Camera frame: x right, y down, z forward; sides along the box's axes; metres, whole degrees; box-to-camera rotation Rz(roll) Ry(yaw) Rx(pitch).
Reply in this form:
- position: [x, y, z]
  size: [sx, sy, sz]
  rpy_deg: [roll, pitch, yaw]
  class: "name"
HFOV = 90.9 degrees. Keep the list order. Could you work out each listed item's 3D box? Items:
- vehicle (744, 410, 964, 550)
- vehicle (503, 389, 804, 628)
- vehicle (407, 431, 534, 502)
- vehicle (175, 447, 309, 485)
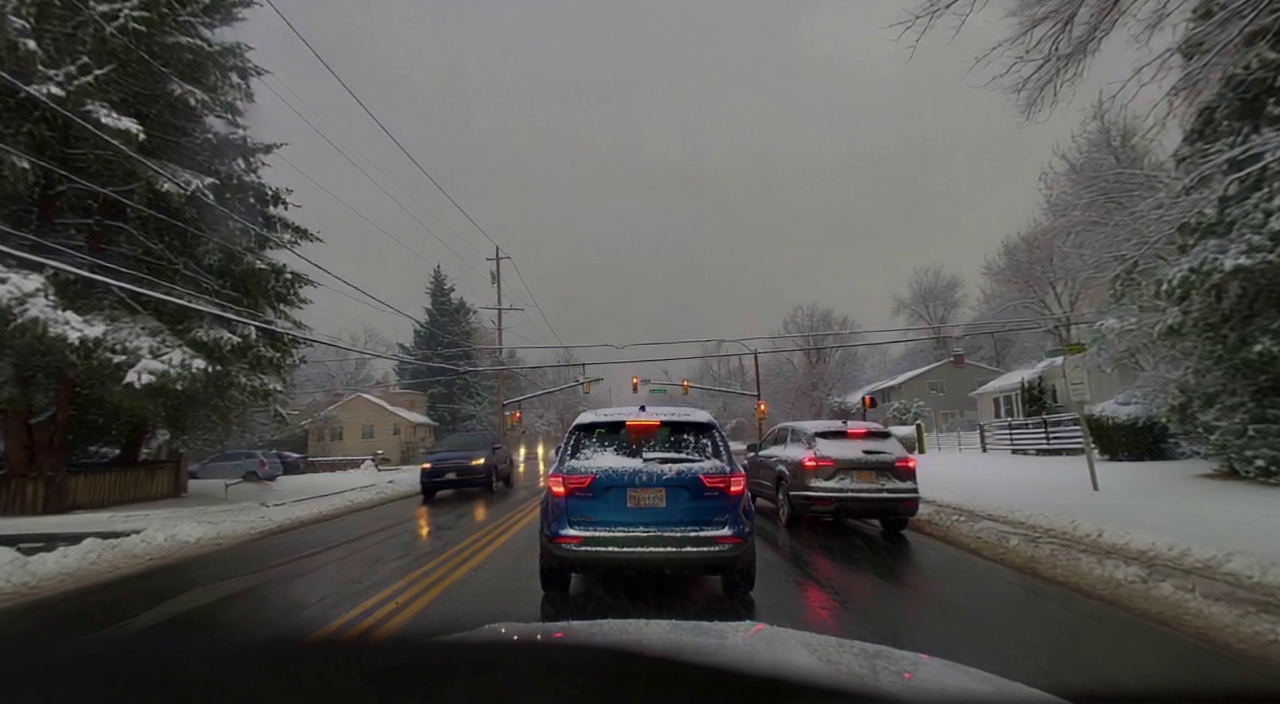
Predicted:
- position: [3.080, 1.935, 10.208]
  size: [1.967, 1.756, 4.281]
  rpy_deg: [0, -8, -1]
  class: "vehicle"
- position: [0.066, 1.424, 6.660]
  size: [2.151, 1.695, 4.100]
  rpy_deg: [0, -8, -1]
  class: "vehicle"
- position: [-4.540, 3.141, 17.775]
  size: [2.292, 1.711, 4.541]
  rpy_deg: [0, -8, 0]
  class: "vehicle"
- position: [-16.145, 4.639, 25.717]
  size: [4.245, 1.446, 1.827]
  rpy_deg: [0, -8, 1]
  class: "vehicle"
